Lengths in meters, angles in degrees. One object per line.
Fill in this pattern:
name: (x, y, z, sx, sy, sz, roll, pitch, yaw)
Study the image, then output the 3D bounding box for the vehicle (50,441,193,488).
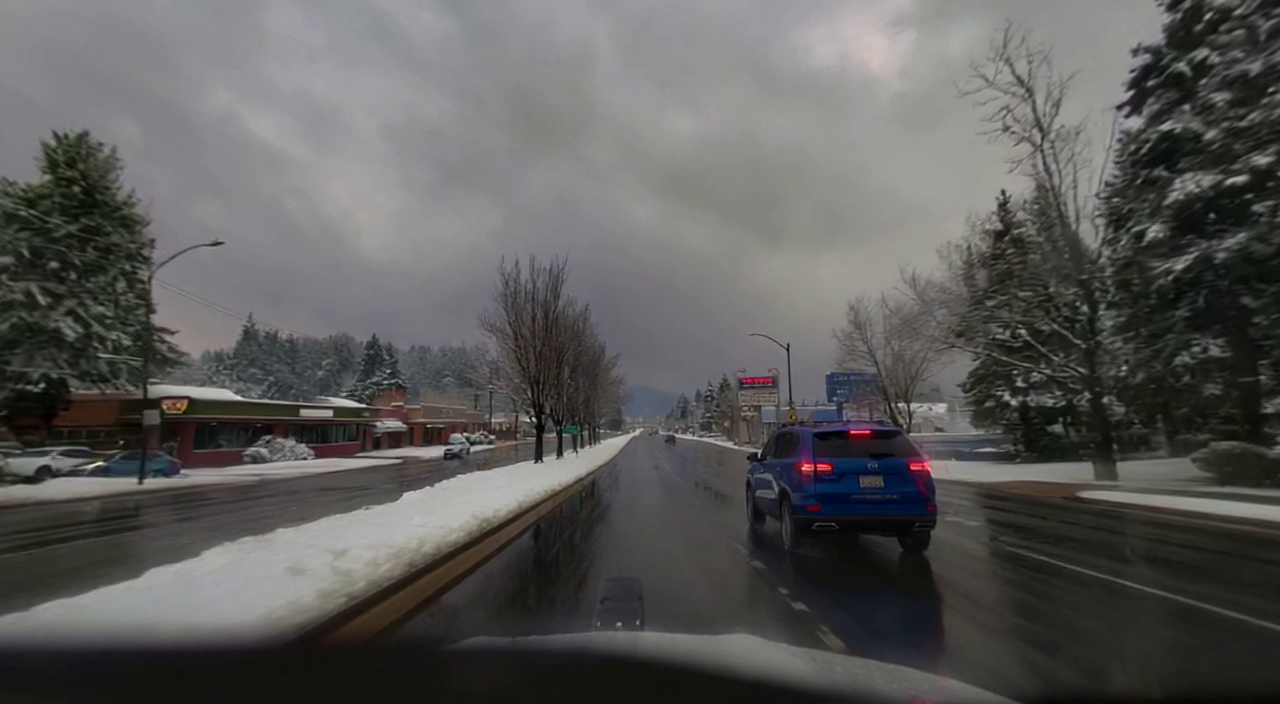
vehicle: (-24.344, 5.306, 30.068, 2.217, 1.901, 5.780, -2, -9, -4)

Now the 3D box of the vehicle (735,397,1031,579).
vehicle: (2.770, 1.694, 8.650, 2.130, 1.790, 4.615, 0, -9, -1)
